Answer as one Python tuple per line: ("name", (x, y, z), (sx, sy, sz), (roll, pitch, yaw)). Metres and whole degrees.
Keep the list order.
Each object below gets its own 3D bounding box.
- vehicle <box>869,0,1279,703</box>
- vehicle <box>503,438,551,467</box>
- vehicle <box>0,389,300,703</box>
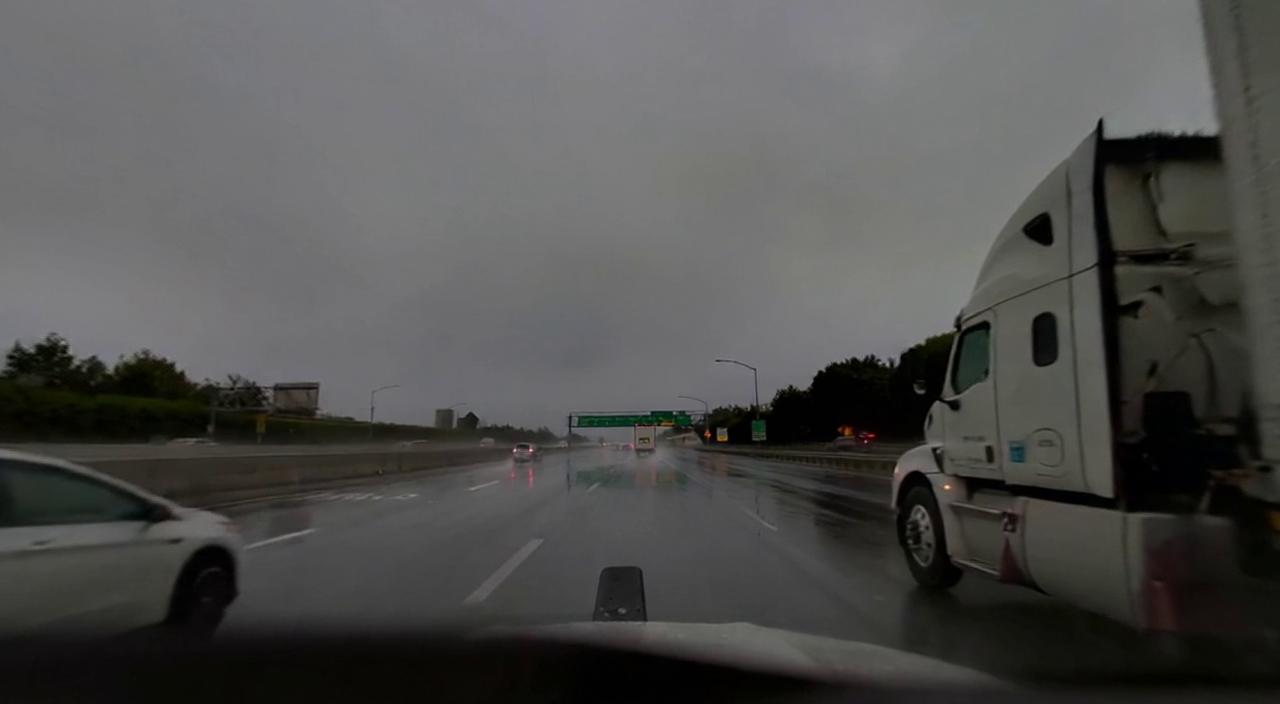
("vehicle", (3.827, -0.380, 0.898), (3.049, 3.395, 10.595), (0, -8, 0))
("vehicle", (-6.763, 6.069, 38.056), (1.980, 1.666, 4.562), (0, -8, 1))
("vehicle", (-3.637, 0.861, 2.149), (2.143, 1.529, 4.918), (0, -8, 1))
